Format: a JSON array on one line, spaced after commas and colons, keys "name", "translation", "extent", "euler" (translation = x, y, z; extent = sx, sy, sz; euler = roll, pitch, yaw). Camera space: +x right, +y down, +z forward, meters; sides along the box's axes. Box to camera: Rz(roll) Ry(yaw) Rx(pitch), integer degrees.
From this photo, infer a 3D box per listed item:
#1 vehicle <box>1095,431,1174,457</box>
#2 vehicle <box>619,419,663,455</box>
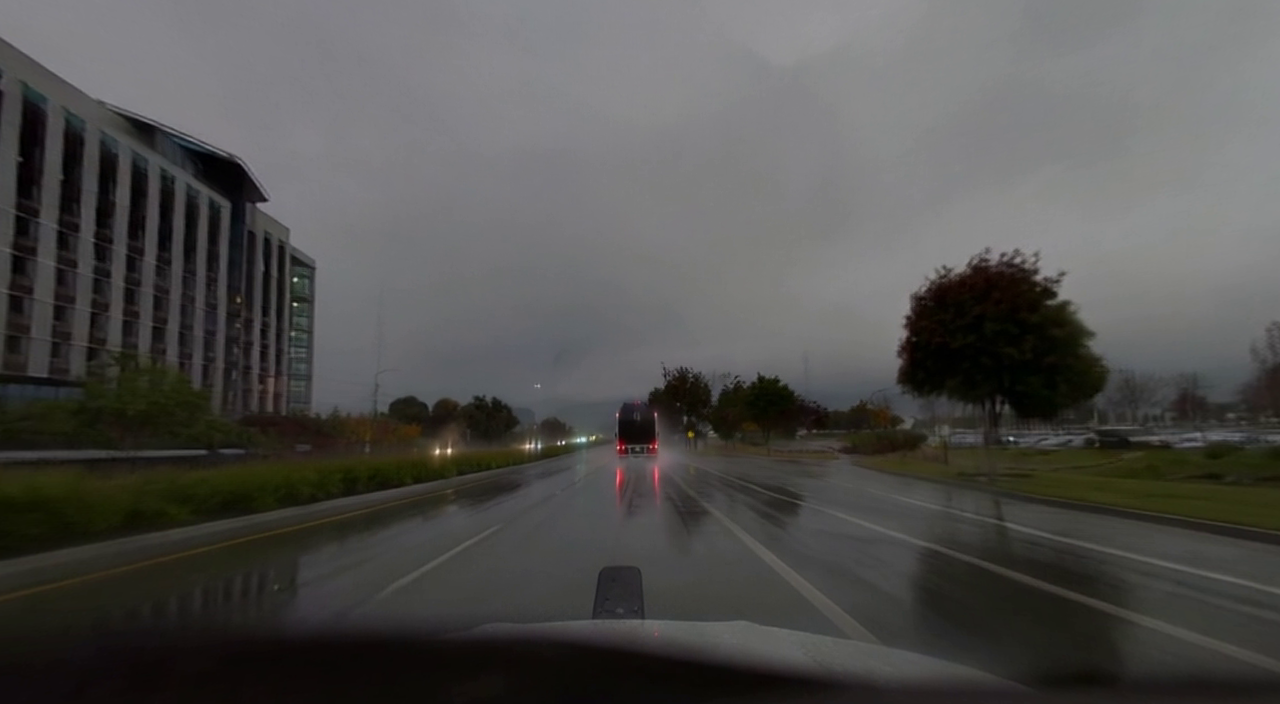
[{"name": "vehicle", "translation": [35.717, 6.658, 45.702], "extent": [4.297, 1.798, 1.955], "euler": [0, -8, -10]}, {"name": "vehicle", "translation": [-0.054, 4.736, 34.836], "extent": [2.178, 1.829, 4.932], "euler": [0, -9, -3]}]
